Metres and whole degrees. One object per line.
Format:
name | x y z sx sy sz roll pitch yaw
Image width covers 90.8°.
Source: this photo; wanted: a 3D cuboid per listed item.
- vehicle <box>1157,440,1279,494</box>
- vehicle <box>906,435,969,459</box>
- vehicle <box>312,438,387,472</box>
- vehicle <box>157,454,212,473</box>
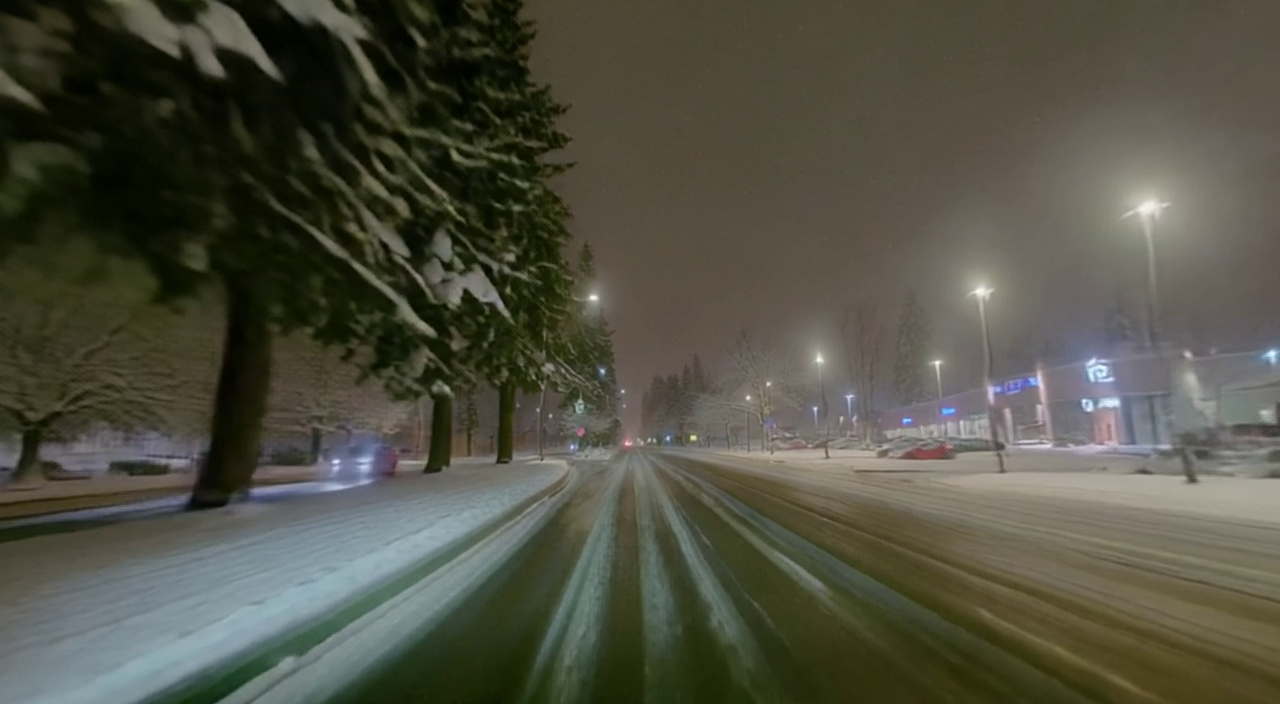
vehicle | 17.758 3.414 18.970 3.949 1.451 1.861 4 -10 -26
vehicle | 21.039 6.756 44.862 1.941 1.511 4.690 -2 -9 -3
vehicle | -16.069 5.719 35.301 1.875 1.766 4.824 0 -8 0
vehicle | -34.681 8.465 48.130 3.574 1.381 1.824 -4 -9 26
